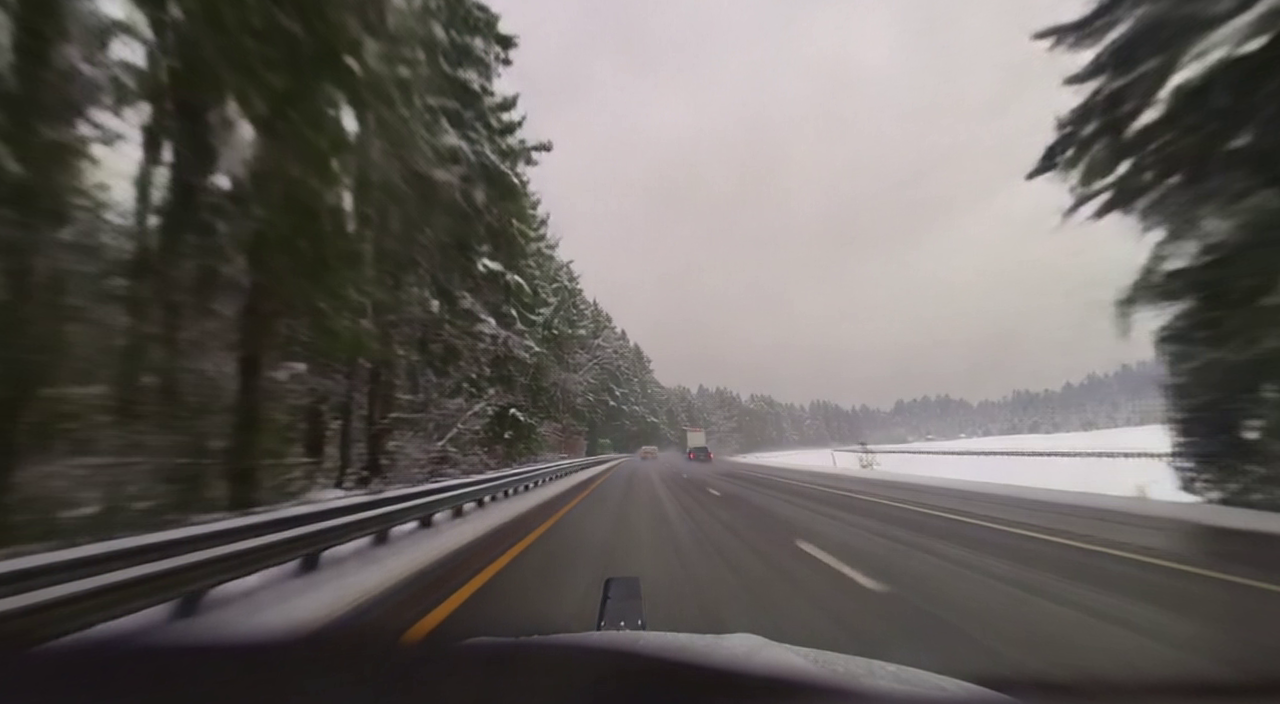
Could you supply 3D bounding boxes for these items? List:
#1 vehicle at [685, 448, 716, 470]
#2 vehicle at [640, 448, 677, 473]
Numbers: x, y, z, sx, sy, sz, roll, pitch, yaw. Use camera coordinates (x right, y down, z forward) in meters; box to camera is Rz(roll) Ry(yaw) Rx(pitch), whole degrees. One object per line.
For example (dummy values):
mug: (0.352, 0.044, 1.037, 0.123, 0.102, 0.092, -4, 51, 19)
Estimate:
vehicle: (4.489, 7.939, 46.909, 1.846, 1.485, 3.679, 0, -9, -1)
vehicle: (1.128, 6.880, 40.134, 2.162, 1.492, 3.975, 0, -9, 0)
